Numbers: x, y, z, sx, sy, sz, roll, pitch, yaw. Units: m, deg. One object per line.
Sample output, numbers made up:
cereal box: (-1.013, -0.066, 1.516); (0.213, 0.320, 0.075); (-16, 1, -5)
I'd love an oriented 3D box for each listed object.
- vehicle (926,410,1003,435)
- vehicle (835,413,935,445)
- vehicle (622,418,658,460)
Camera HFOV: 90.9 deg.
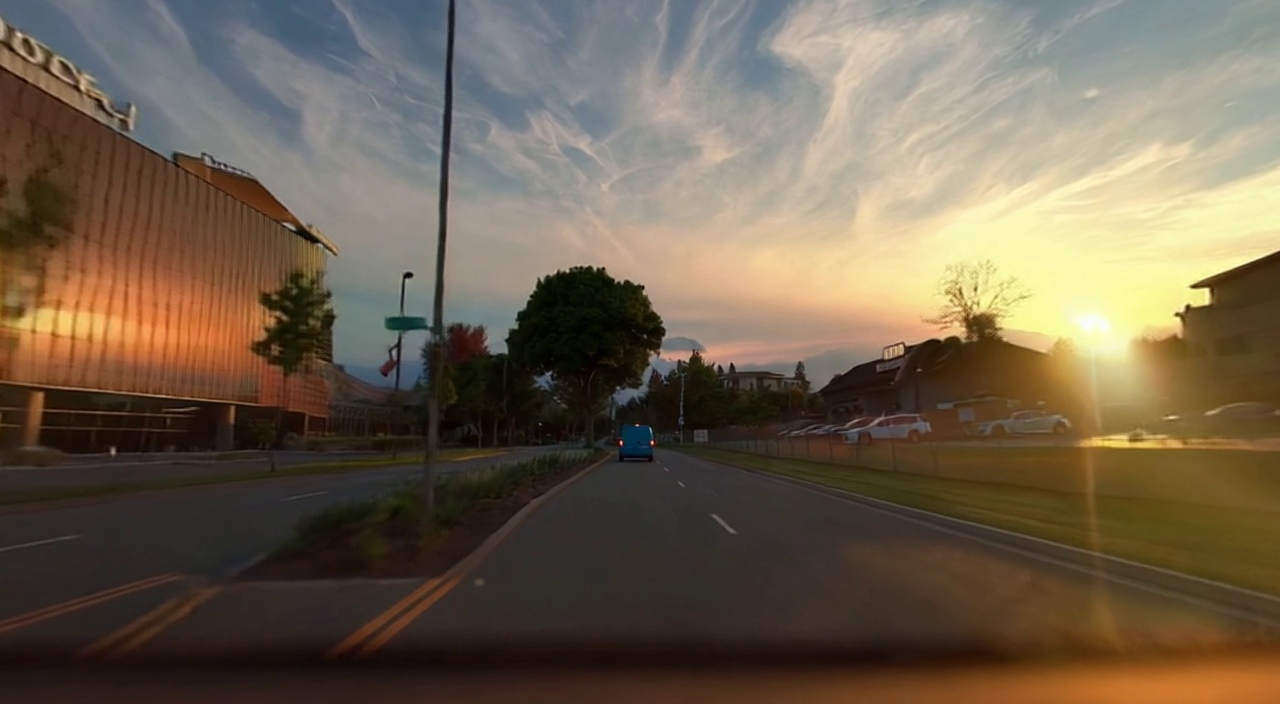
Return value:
vehicle: (22.414, 4.912, 43.660); (4.287, 1.575, 1.931); (1, -8, 0)
vehicle: (12.331, 3.914, 31.849); (4.184, 1.578, 1.976); (1, -8, -4)
vehicle: (-0.053, 6.162, 44.664); (2.435, 2.816, 5.232); (0, -8, -1)
